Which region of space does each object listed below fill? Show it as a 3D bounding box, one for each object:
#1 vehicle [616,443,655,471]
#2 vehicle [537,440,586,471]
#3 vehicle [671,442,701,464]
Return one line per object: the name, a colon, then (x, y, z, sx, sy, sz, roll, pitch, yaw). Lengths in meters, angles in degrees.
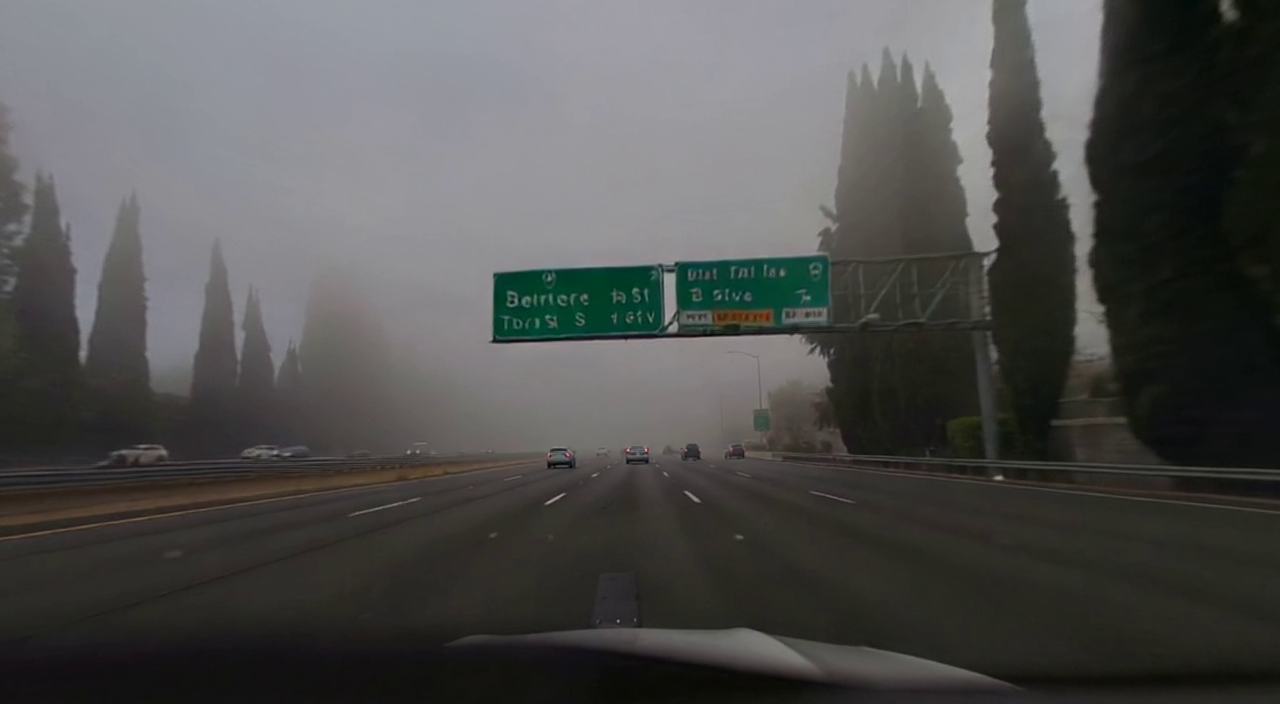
vehicle: (-0.237, 6.083, 36.750, 2.146, 1.485, 4.332, 0, -9, 0)
vehicle: (-4.589, 6.132, 37.494, 2.260, 1.706, 4.177, 0, -9, 1)
vehicle: (3.581, 7.917, 49.810, 2.084, 1.624, 3.935, 0, -9, 0)
